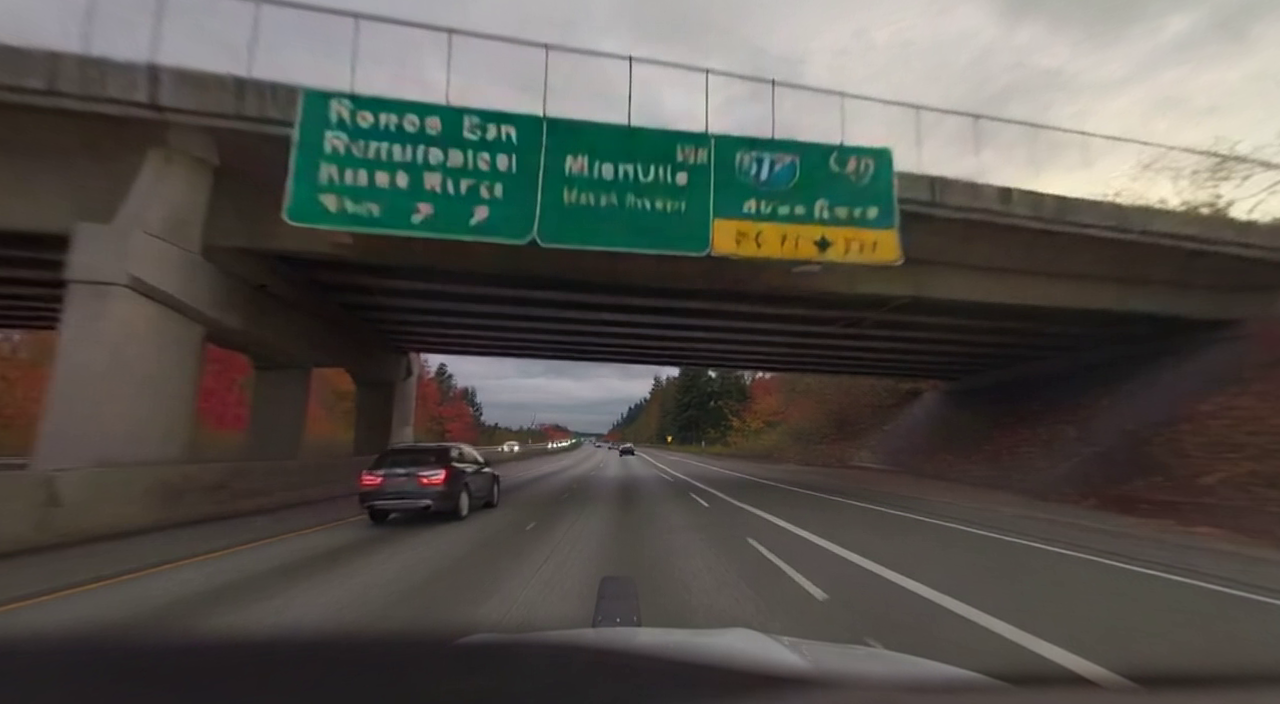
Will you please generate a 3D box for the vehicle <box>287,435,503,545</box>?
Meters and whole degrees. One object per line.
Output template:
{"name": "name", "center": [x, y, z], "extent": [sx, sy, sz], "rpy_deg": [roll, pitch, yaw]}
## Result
{"name": "vehicle", "center": [-4.005, 2.328, 11.347], "extent": [2.047, 1.519, 4.832], "rpy_deg": [0, -9, -1]}
